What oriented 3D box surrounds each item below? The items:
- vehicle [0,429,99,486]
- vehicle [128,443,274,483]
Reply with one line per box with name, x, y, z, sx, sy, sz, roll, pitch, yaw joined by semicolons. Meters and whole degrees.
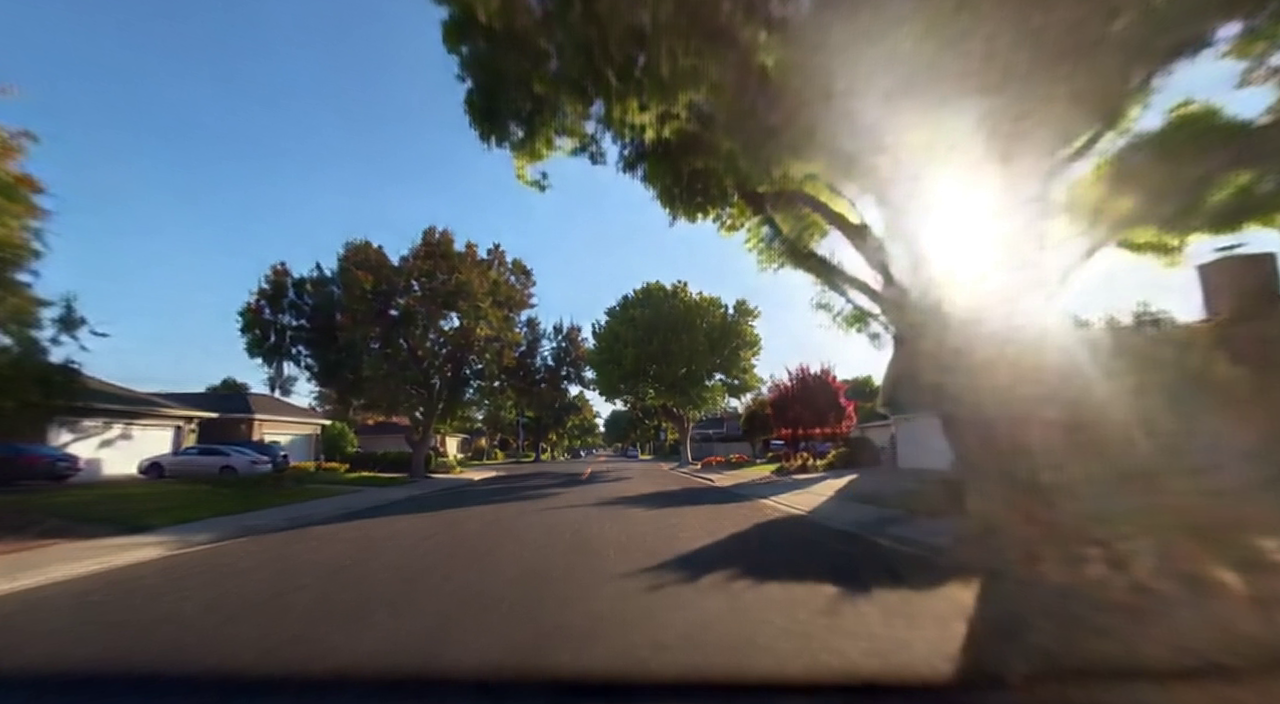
vehicle;-21.285;3.523;21.087;4.359;1.789;2.123;0;-9;-3
vehicle;-17.656;4.477;25.609;4.307;1.508;2.072;0;-9;-2
